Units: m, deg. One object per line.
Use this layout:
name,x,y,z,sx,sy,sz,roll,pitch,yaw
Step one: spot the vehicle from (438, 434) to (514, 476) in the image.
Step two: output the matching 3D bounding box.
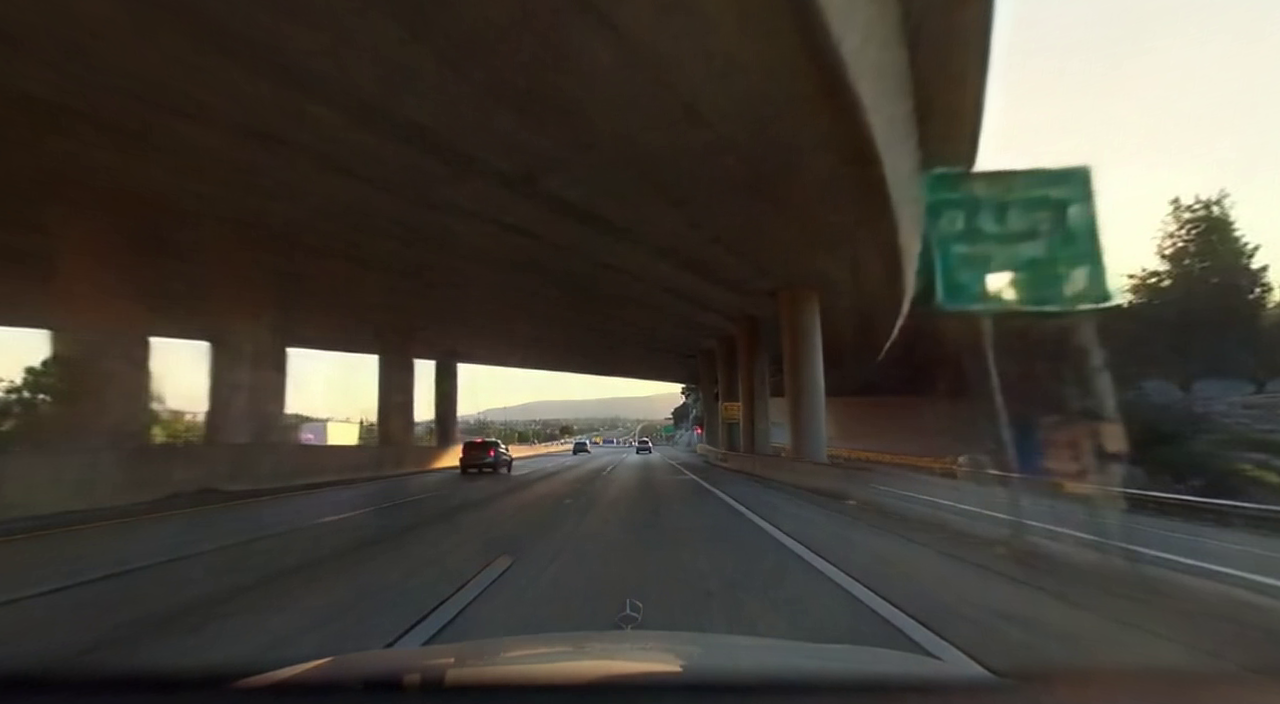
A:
vehicle,-7.125,4.511,27.888,2.088,1.678,4.426,0,-8,1
